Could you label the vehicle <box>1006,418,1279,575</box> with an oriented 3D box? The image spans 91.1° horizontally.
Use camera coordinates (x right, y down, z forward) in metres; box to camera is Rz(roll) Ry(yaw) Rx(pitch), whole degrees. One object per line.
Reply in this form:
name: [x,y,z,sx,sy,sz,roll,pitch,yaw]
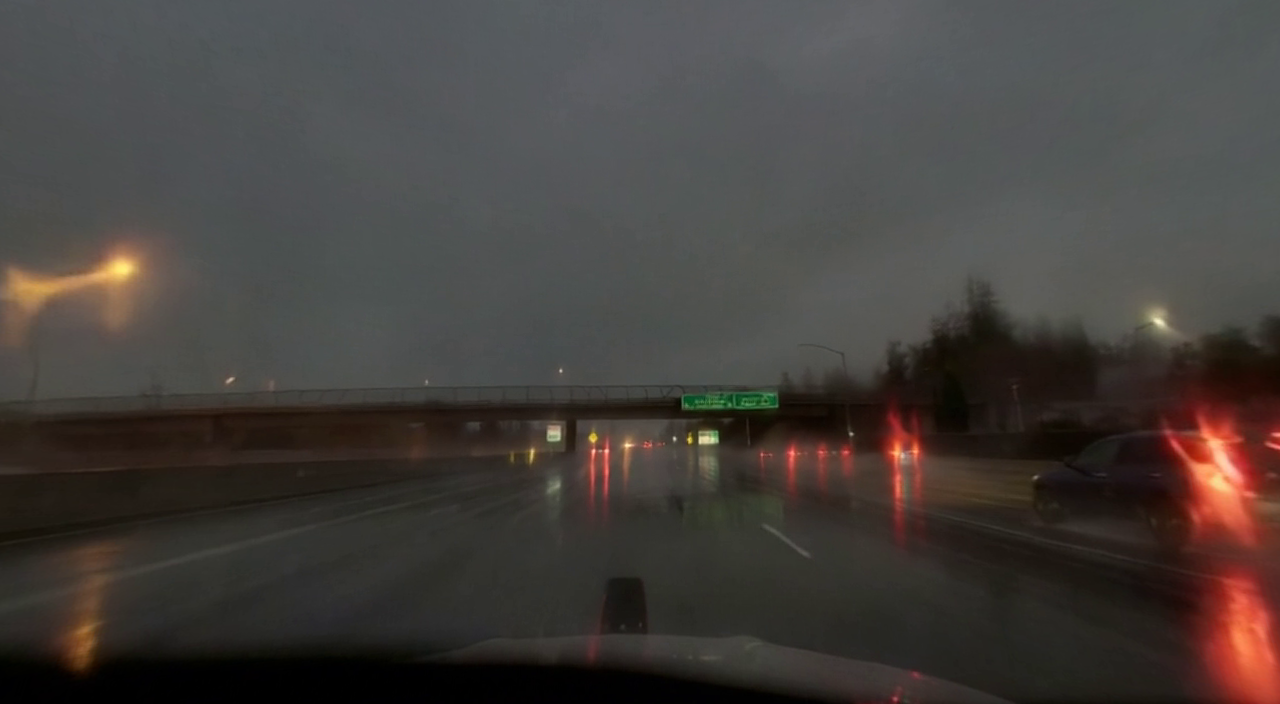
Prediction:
vehicle: [7.619,1.832,8.831,2.032,1.601,4.863,0,-8,0]
